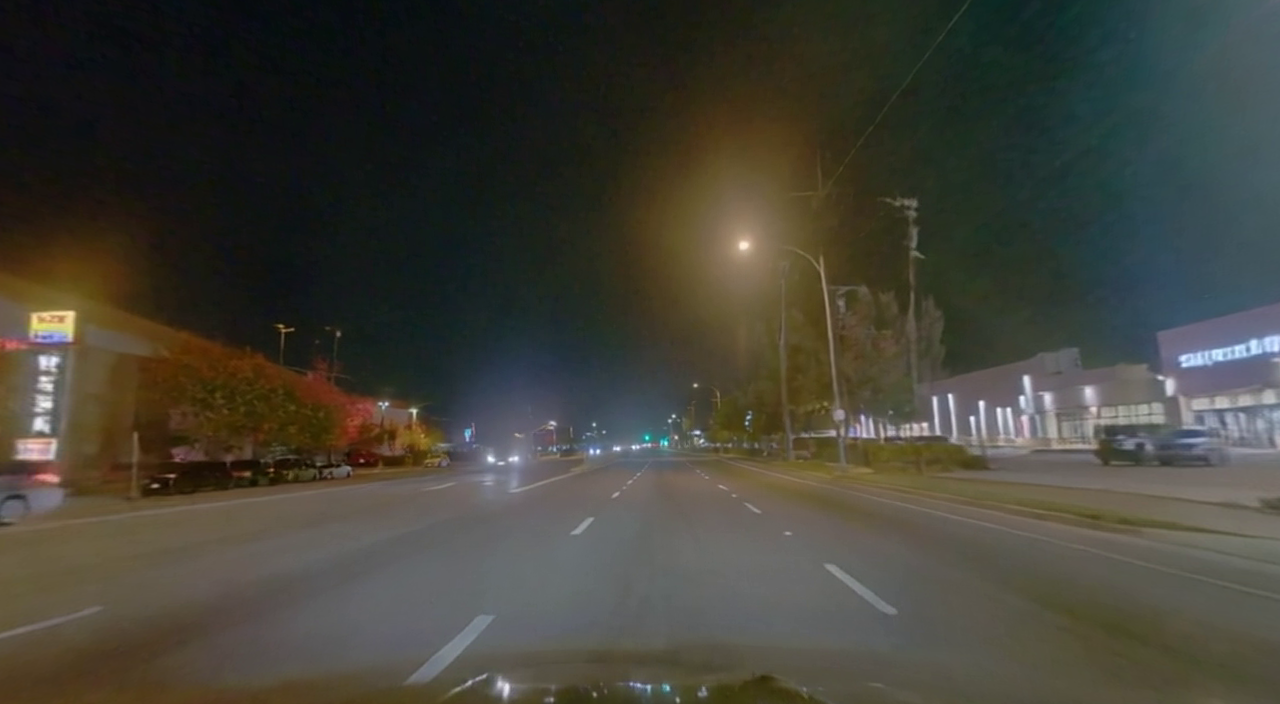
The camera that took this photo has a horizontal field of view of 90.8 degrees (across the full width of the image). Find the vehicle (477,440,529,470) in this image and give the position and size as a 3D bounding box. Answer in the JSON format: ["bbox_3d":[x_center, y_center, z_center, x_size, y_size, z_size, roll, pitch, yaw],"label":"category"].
[{"bbox_3d":[-9.088,6.918,42.448,2.157,1.883,5.286,0,-9,2],"label":"vehicle"}]

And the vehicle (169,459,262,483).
[{"bbox_3d":[-27.189,7.637,40.577,4.553,1.445,1.942,0,-9,1],"label":"vehicle"}]

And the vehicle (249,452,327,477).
[{"bbox_3d":[-26.488,8.460,47.627,4.620,1.801,2.017,0,-9,2],"label":"vehicle"}]

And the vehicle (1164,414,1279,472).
[{"bbox_3d":[18.427,2.894,19.930,4.277,1.605,1.920,7,-11,-38],"label":"vehicle"}]

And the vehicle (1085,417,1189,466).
[{"bbox_3d":[18.653,3.387,23.638,4.704,1.652,1.948,7,-11,-39],"label":"vehicle"}]

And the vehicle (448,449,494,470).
[{"bbox_3d":[-12.527,8.002,47.161,2.011,1.499,4.531,0,-9,2],"label":"vehicle"}]
